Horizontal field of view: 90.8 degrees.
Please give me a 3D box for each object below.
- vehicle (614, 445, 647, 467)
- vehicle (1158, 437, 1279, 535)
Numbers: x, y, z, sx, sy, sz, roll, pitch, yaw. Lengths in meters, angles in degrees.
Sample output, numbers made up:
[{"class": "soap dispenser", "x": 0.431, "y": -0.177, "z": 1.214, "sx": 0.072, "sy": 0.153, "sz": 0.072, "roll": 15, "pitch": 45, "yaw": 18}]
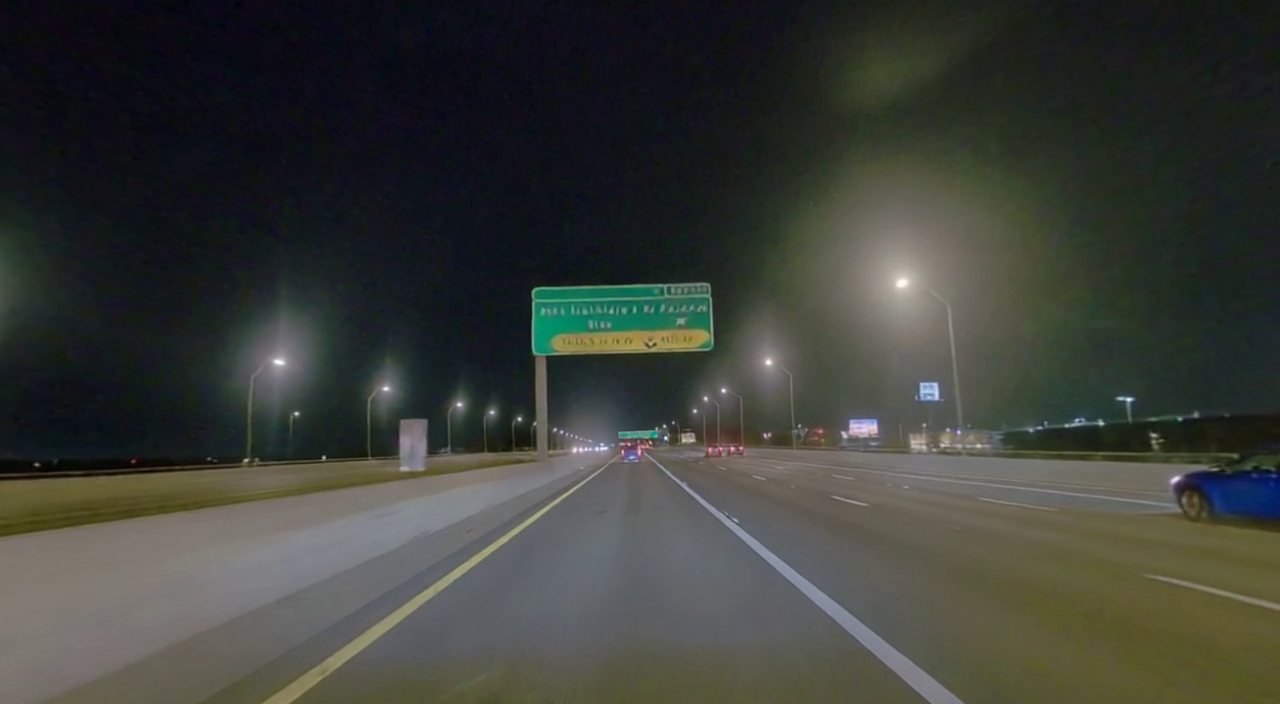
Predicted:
[{"class": "vehicle", "x": -0.579, "y": 6.614, "z": 40.368, "sx": 2.004, "sy": 1.259, "sz": 3.781, "roll": 0, "pitch": -8, "yaw": 0}, {"class": "vehicle", "x": 10.814, "y": 2.032, "z": 9.470, "sx": 2.024, "sy": 1.481, "sz": 4.747, "roll": 0, "pitch": -8, "yaw": -1}]
